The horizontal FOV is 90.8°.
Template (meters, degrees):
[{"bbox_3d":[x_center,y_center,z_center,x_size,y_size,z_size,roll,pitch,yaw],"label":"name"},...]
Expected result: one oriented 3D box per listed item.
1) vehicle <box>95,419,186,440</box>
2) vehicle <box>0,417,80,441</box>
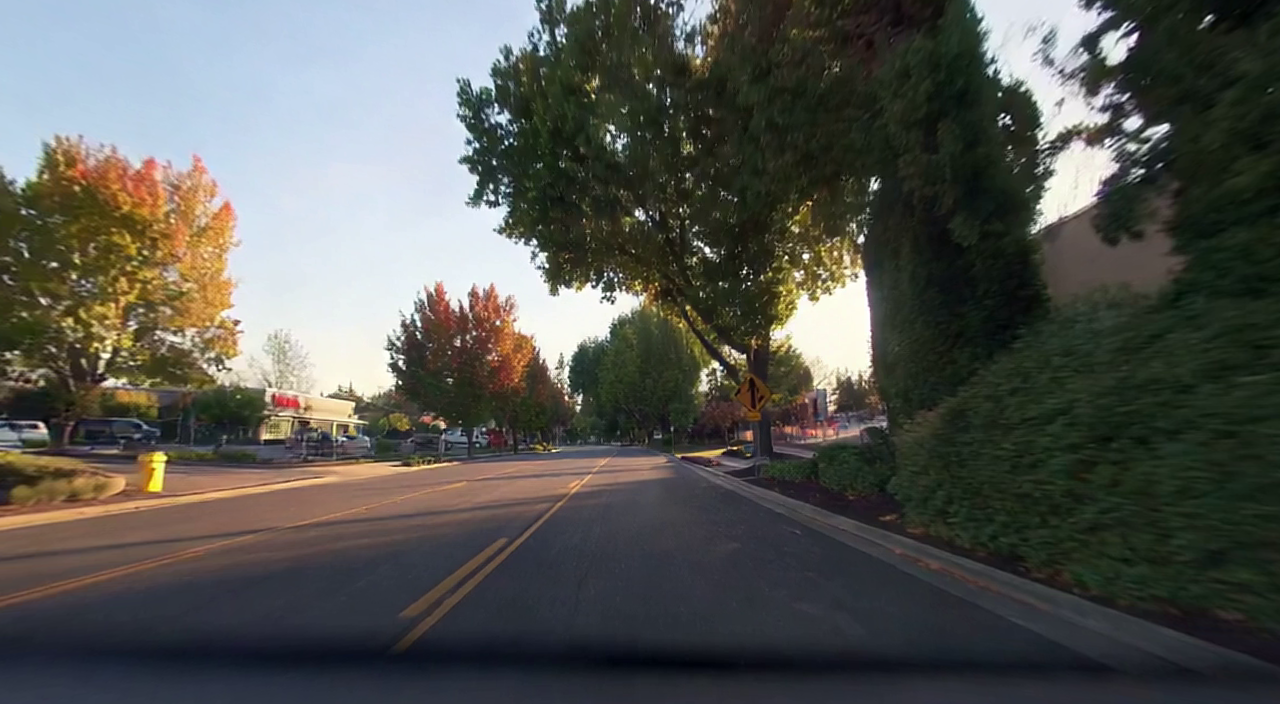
[{"bbox_3d":[-38.199,5.979,48.403,5.205,1.525,1.769,8,-11,-42],"label":"vehicle"},{"bbox_3d":[-38.288,4.866,39.567,4.706,1.433,1.862,7,-11,-40],"label":"vehicle"}]
